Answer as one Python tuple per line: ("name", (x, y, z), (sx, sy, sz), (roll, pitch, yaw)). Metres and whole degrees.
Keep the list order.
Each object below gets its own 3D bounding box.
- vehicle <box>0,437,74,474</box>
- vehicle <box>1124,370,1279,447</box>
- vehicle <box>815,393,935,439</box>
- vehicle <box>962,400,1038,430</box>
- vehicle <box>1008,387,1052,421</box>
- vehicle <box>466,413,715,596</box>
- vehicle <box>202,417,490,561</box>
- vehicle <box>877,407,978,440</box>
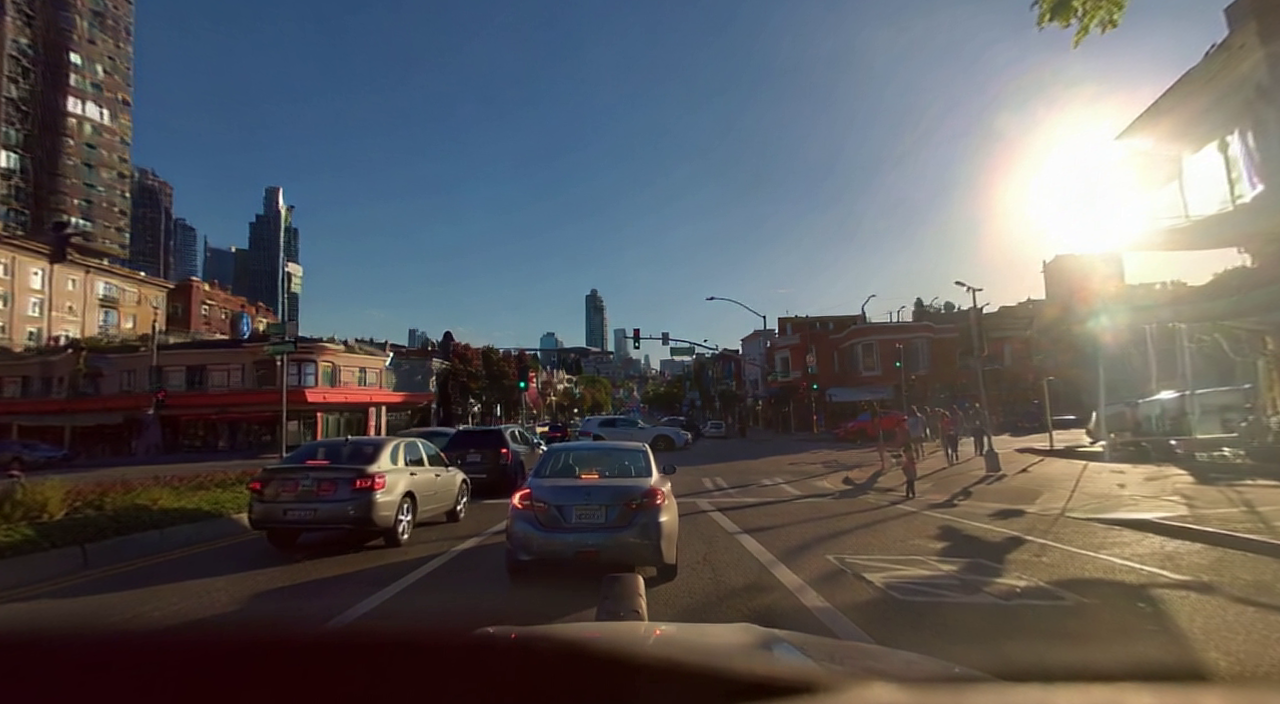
("vehicle", (-32.413, 5.337, 32.618), (4.280, 1.857, 2.136), (0, -8, 1))
("vehicle", (21.704, 2.166, 23.526), (5.756, 2.653, 2.403), (1, -8, -11))
("vehicle", (13.773, 3.829, 37.040), (6.541, 2.480, 2.259), (3, -9, -19))
("vehicle", (21.147, 3.738, 37.056), (5.017, 1.542, 2.055), (7, -11, -38))
("vehicle", (27.028, 3.653, 43.670), (2.152, 1.993, 5.078), (-6, -10, 34))
("vehicle", (-0.429, 1.570, 7.326), (2.082, 1.520, 3.896), (0, -8, -1))
("vehicle", (-3.697, 1.806, 9.063), (1.934, 1.522, 4.464), (0, -8, 1))
("vehicle", (15.113, 3.787, 33.168), (4.775, 1.604, 1.915), (3, -9, -20))
